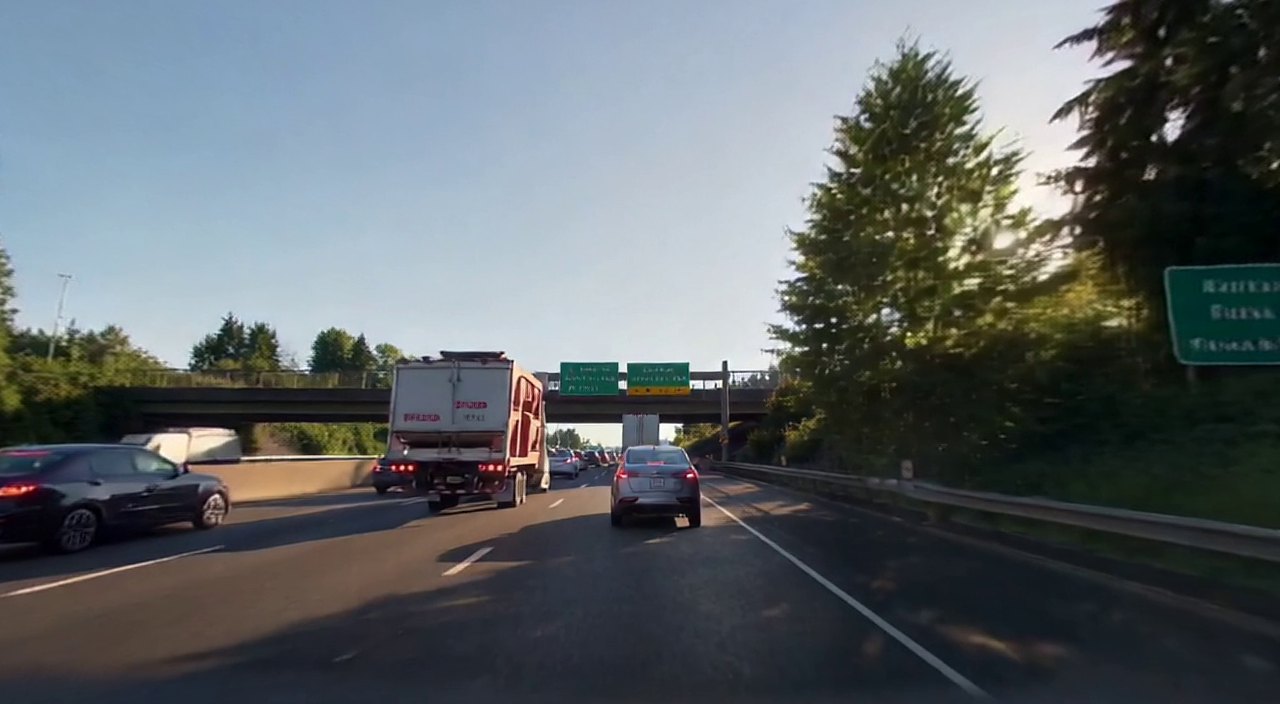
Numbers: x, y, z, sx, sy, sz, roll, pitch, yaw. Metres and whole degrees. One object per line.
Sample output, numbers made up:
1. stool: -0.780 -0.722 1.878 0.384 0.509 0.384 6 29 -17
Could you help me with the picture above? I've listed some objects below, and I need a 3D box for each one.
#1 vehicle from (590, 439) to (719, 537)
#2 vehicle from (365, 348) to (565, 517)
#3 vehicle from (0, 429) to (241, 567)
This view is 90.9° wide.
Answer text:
1. vehicle: 0.220 2.381 11.530 1.995 1.495 3.380 0 -9 0
2. vehicle: -3.864 2.151 16.257 2.832 3.293 7.782 0 -9 1
3. vehicle: -7.867 1.877 8.661 1.824 1.489 4.422 0 -9 1
